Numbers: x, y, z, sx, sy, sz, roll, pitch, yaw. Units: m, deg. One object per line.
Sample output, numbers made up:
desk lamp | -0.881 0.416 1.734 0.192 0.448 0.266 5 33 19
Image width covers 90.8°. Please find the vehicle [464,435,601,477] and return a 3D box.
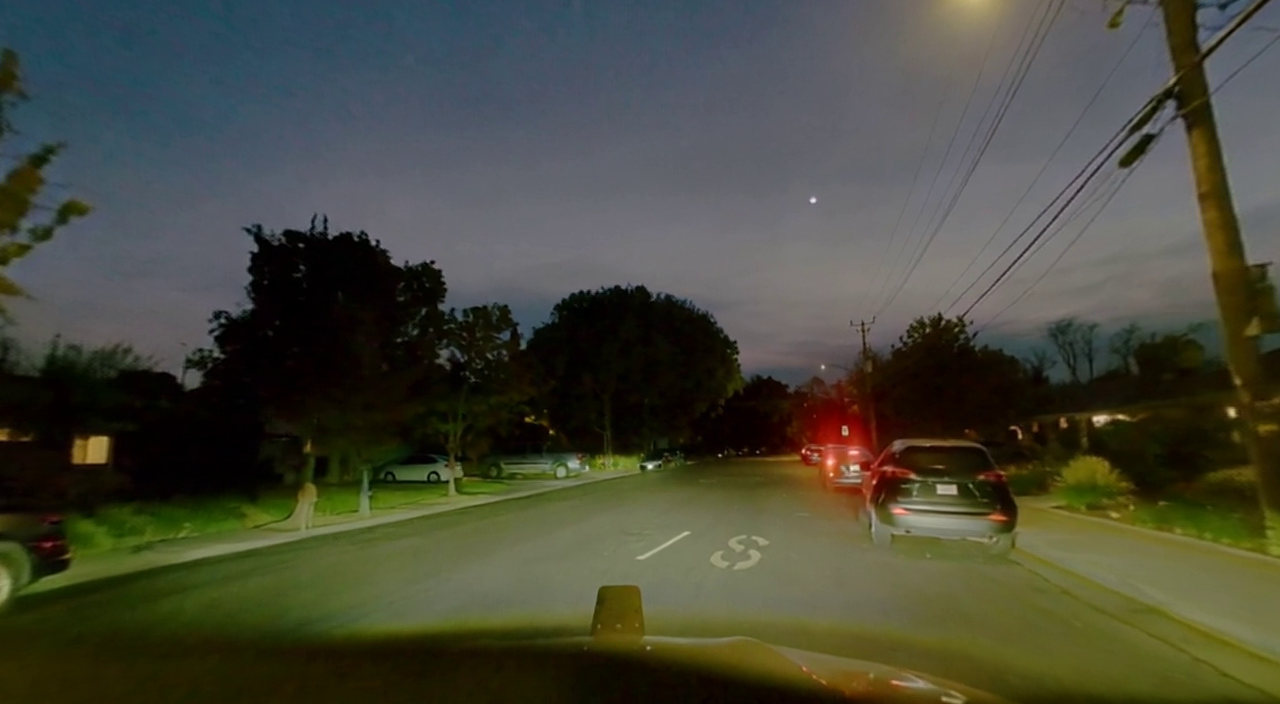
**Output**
vehicle | -5.488 5.342 32.577 6.488 2.009 2.354 -2 -9 13

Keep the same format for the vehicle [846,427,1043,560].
vehicle | 4.203 1.942 9.304 1.908 1.572 3.105 -2 -9 13

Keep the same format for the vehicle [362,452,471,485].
vehicle | -10.362 5.386 29.443 4.481 1.420 1.712 -2 -9 10

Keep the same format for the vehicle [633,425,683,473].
vehicle | 1.282 6.414 41.855 2.199 2.902 5.848 -2 -9 12

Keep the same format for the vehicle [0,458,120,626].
vehicle | -6.971 1.556 4.611 1.968 1.449 4.502 -2 -9 14
